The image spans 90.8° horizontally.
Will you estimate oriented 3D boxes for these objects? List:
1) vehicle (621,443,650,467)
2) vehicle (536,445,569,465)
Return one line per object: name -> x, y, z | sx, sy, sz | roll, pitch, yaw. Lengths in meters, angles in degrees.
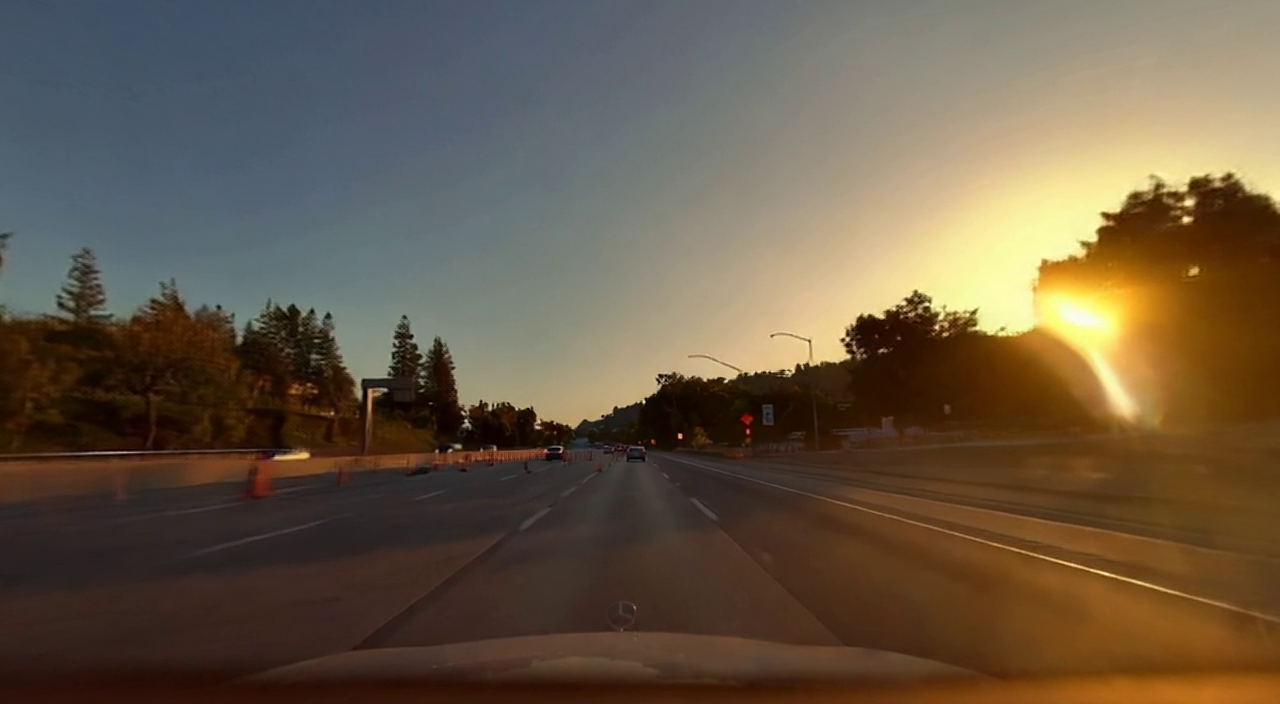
vehicle -> -0.346, 7.650, 47.076 | 2.109, 1.638, 3.856 | 0, -9, 0
vehicle -> -6.866, 8.135, 49.966 | 1.997, 1.507, 4.248 | 0, -9, 0
